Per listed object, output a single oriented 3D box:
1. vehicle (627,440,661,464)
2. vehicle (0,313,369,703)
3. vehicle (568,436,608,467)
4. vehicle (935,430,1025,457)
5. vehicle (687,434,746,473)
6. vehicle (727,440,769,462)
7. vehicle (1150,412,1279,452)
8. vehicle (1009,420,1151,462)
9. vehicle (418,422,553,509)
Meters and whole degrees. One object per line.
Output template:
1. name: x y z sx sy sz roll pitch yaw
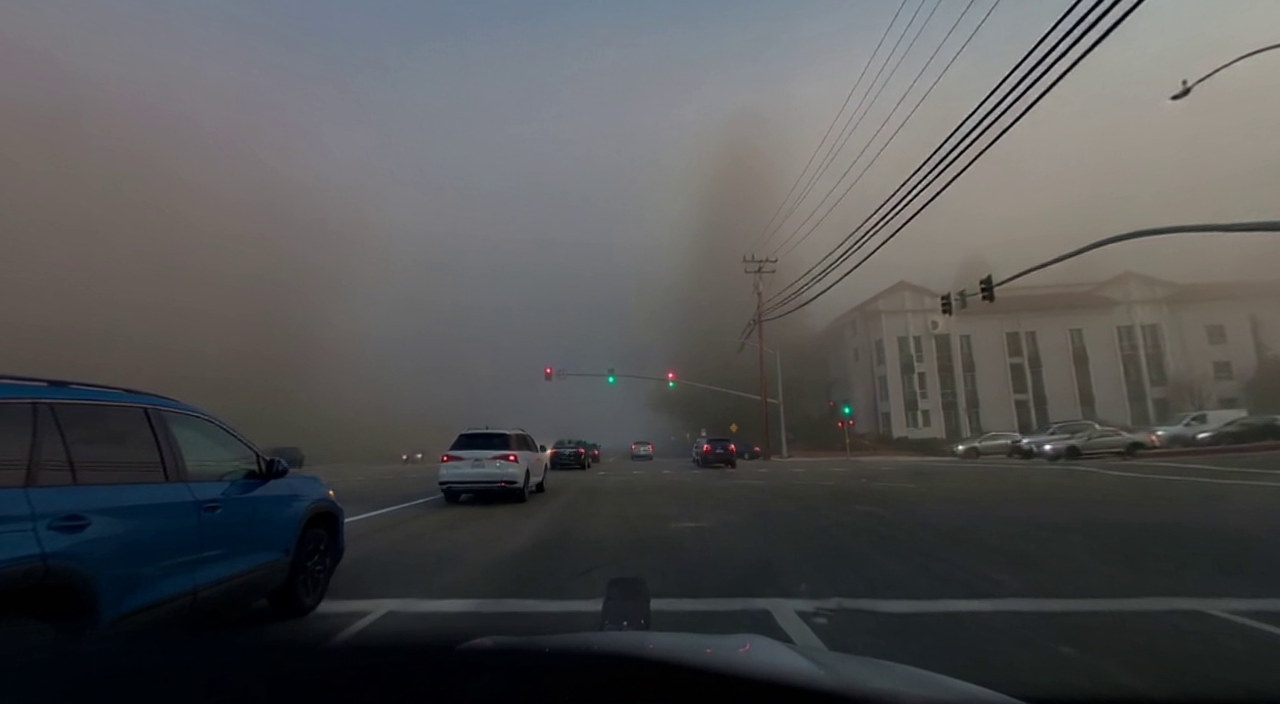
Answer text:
1. vehicle: 0.284 6.766 42.905 2.185 1.515 4.215 0 -8 1
2. vehicle: -3.349 0.854 2.978 2.127 1.754 4.287 0 -8 1
3. vehicle: -2.944 5.779 36.667 1.900 1.677 4.128 0 -8 1
4. vehicle: 20.270 5.470 37.706 4.119 1.574 2.028 0 -9 1
5. vehicle: 3.578 4.870 30.409 2.201 1.734 4.564 0 -8 -1
6. vehicle: 8.457 7.788 49.709 1.928 1.591 4.436 1 -9 -8
7. vehicle: 26.206 3.631 28.501 4.439 1.748 2.037 0 -9 1
8. vehicle: 19.683 4.006 28.343 5.033 1.802 1.928 1 -9 -5
9. vehicle: -3.425 2.619 14.933 1.958 1.744 4.315 0 -8 2
